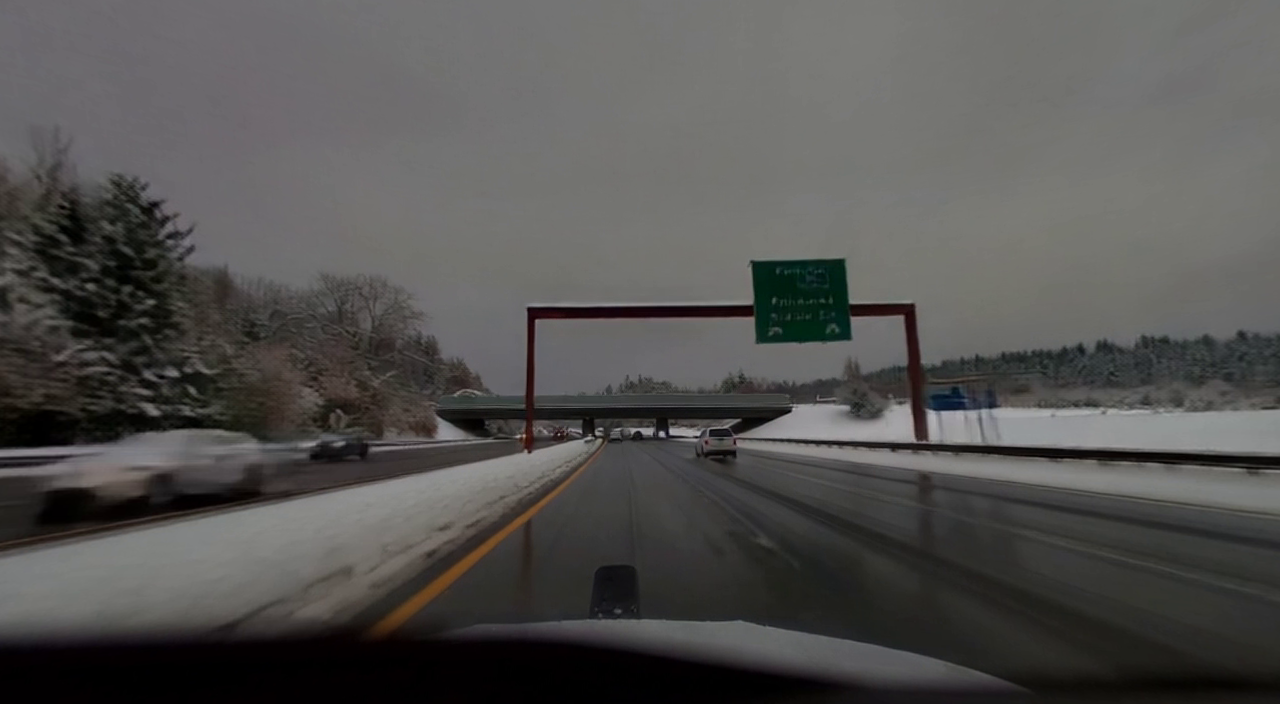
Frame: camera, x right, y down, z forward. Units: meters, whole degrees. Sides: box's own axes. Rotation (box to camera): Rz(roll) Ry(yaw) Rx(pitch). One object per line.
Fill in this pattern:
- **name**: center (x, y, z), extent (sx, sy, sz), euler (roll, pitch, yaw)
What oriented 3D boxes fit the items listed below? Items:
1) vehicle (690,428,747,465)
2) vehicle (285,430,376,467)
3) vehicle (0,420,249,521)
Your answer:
- **vehicle**: center (3.526, 4.287, 28.885), extent (1.938, 1.578, 3.764), euler (0, -8, -3)
- **vehicle**: center (-13.337, 4.173, 27.520), extent (1.825, 1.476, 4.273), euler (0, -8, 0)
- **vehicle**: center (-8.957, 1.972, 11.064), extent (1.815, 1.452, 3.760), euler (0, -8, -1)
